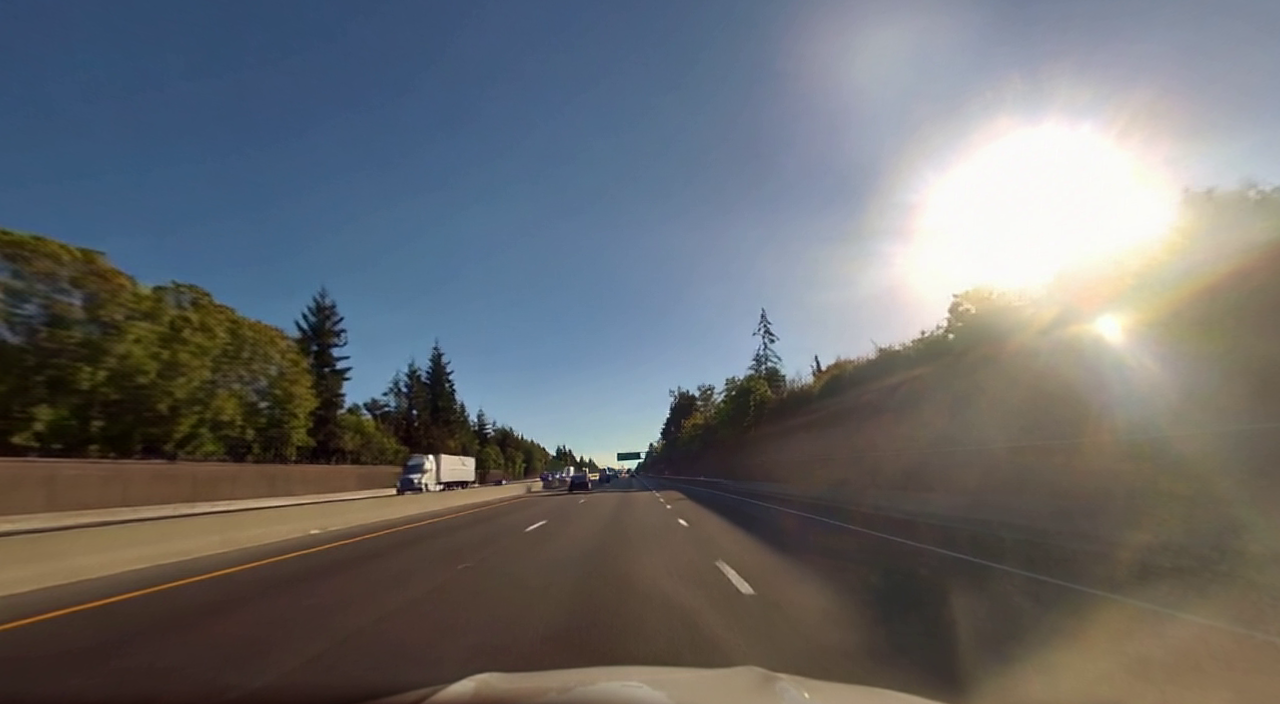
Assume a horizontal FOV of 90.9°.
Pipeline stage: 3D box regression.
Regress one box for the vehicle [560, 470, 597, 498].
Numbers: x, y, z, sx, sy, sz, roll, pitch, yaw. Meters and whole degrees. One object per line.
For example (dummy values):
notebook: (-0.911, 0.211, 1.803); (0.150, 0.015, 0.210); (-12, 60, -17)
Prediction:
vehicle: (-3.558, 7.765, 37.225); (1.863, 1.486, 3.852); (1, -11, -1)
